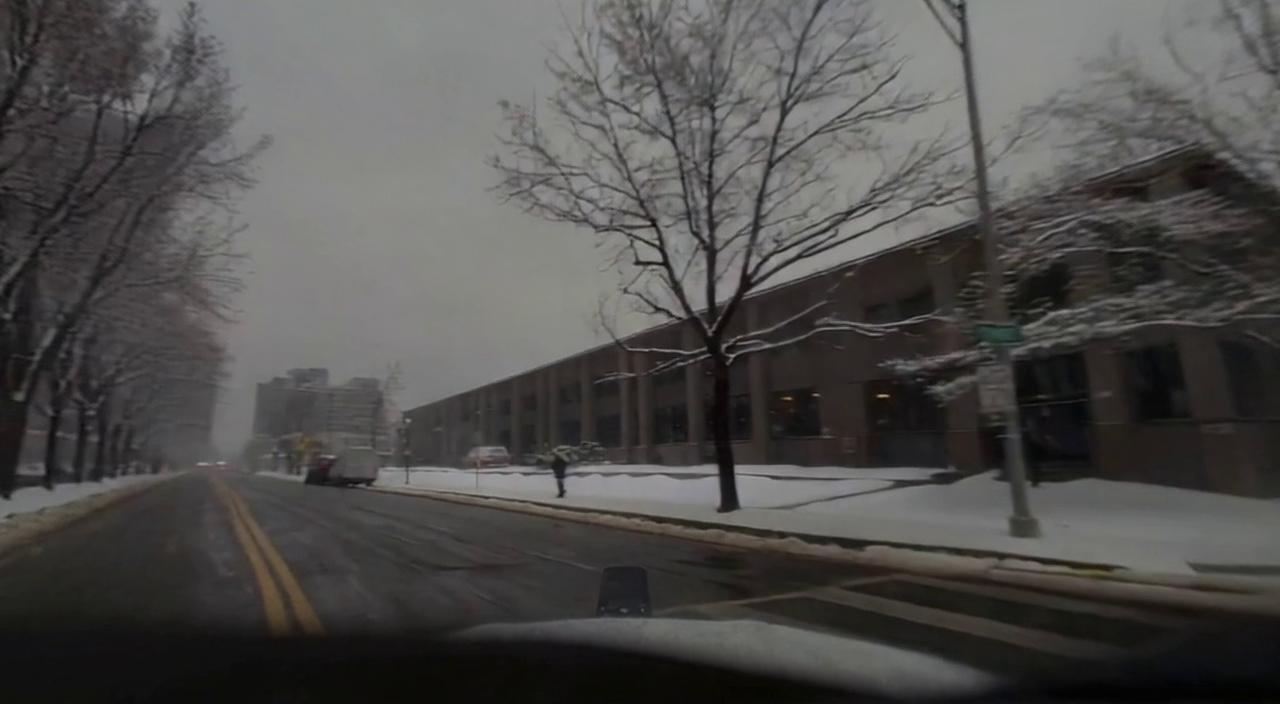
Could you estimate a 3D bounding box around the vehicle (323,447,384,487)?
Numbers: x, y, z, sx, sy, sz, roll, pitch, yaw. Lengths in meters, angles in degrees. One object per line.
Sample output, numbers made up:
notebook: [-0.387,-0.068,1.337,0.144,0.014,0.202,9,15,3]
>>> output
vehicle: [-19.801,7.838,43.340,2.596,2.509,6.178,6,-12,-34]
